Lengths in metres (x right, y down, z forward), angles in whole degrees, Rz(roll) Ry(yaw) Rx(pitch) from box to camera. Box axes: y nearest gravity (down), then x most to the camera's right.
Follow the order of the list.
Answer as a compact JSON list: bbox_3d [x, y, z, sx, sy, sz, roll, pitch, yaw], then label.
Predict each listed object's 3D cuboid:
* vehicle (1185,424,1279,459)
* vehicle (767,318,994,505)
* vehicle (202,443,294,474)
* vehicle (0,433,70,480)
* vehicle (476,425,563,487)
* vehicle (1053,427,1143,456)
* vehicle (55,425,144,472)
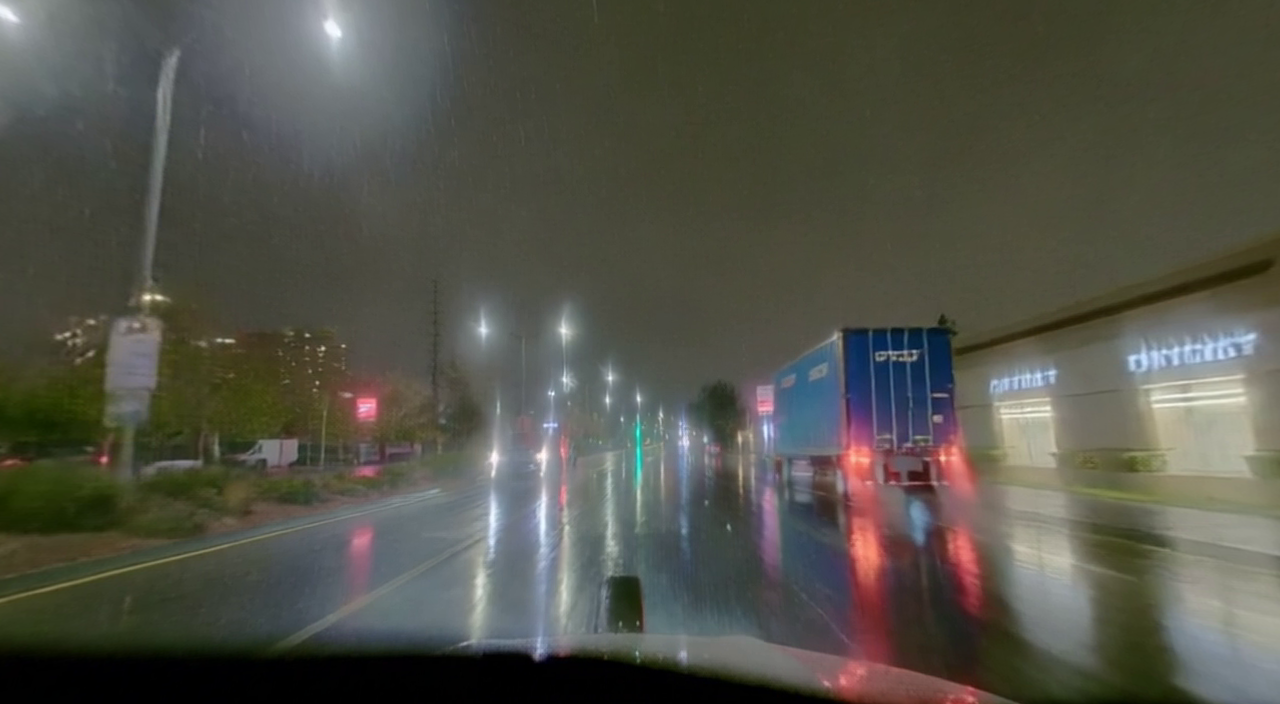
[{"bbox_3d":[29.948,4.411,31.105,4.274,1.607,2.107,0,-9,-1],"label":"vehicle"},{"bbox_3d":[6.117,1.914,18.266,2.981,4.106,8.794,0,-9,0],"label":"vehicle"},{"bbox_3d":[-28.603,7.820,46.196,5.368,2.121,1.960,8,-14,-36],"label":"vehicle"},{"bbox_3d":[-36.397,6.184,37.587,5.674,2.586,2.268,-6,-10,35],"label":"vehicle"},{"bbox_3d":[-4.380,3.915,24.102,2.270,2.068,5.865,0,-9,-1],"label":"vehicle"},{"bbox_3d":[30.164,5.925,41.720,4.346,1.772,1.955,0,-10,-1],"label":"vehicle"},{"bbox_3d":[-34.722,6.278,40.537,6.078,2.726,2.294,-7,-12,31],"label":"vehicle"}]
